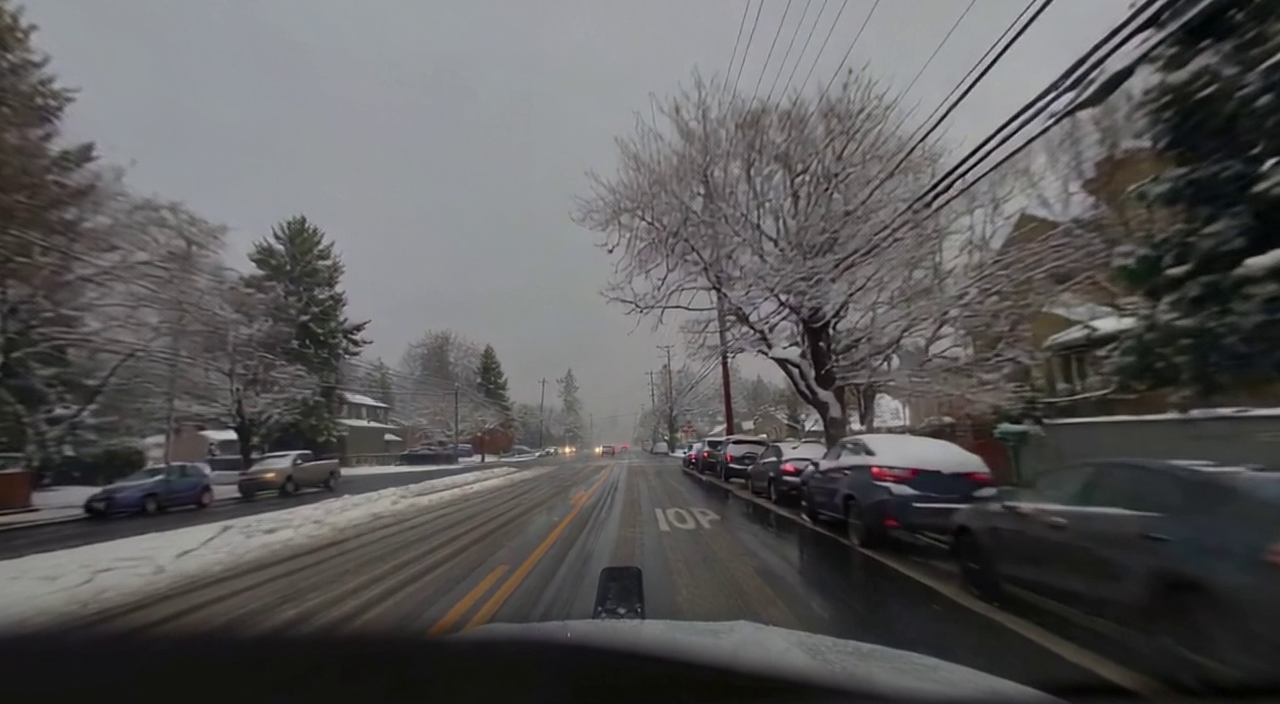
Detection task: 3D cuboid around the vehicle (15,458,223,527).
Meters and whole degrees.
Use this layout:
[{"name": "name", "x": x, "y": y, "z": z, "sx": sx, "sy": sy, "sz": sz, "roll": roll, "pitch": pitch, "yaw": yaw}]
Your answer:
[{"name": "vehicle", "x": -13.678, "y": 3.663, "z": 17.034, "sx": 1.909, "sy": 1.496, "sz": 4.421, "roll": 0, "pitch": -9, "yaw": -2}]

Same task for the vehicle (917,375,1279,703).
[{"name": "vehicle", "x": 3.855, "y": 1.167, "z": 4.231, "sx": 1.847, "sy": 1.687, "sz": 4.554, "roll": 0, "pitch": -9, "yaw": -1}]

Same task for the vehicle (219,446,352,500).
[{"name": "vehicle", "x": -13.776, "y": 4.692, "z": 25.088, "sx": 2.229, "sy": 1.878, "sz": 5.540, "roll": 1, "pitch": -9, "yaw": -2}]
